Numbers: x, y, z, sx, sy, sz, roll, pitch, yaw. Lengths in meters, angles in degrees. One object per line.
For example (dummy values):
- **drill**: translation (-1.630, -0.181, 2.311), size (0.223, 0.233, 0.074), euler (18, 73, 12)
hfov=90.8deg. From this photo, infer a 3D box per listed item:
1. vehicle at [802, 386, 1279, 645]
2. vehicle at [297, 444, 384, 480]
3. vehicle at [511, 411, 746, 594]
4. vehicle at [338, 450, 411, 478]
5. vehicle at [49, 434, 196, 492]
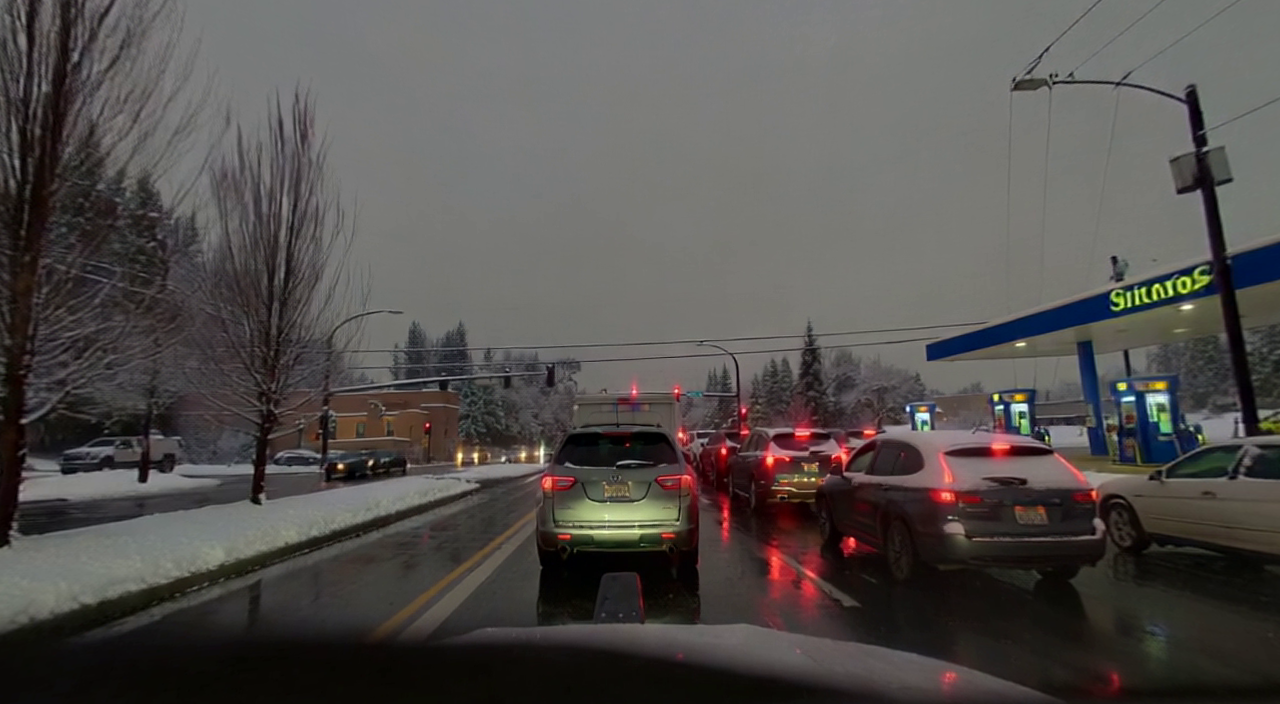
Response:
- **vehicle**: translation (3.369, 1.411, 6.482), size (2.056, 1.700, 4.399), euler (0, -9, -2)
- **vehicle**: translation (-17.864, 6.541, 38.064), size (2.325, 1.938, 5.913), euler (0, -9, 0)
- **vehicle**: translation (-0.142, 1.634, 7.610), size (2.106, 1.613, 3.697), euler (0, -9, -1)
- **vehicle**: translation (-14.809, 6.242, 35.509), size (2.011, 1.465, 4.528), euler (-1, -9, 1)
- **vehicle**: translation (-26.933, 5.758, 33.316), size (2.571, 2.711, 6.027), euler (0, -9, -1)
